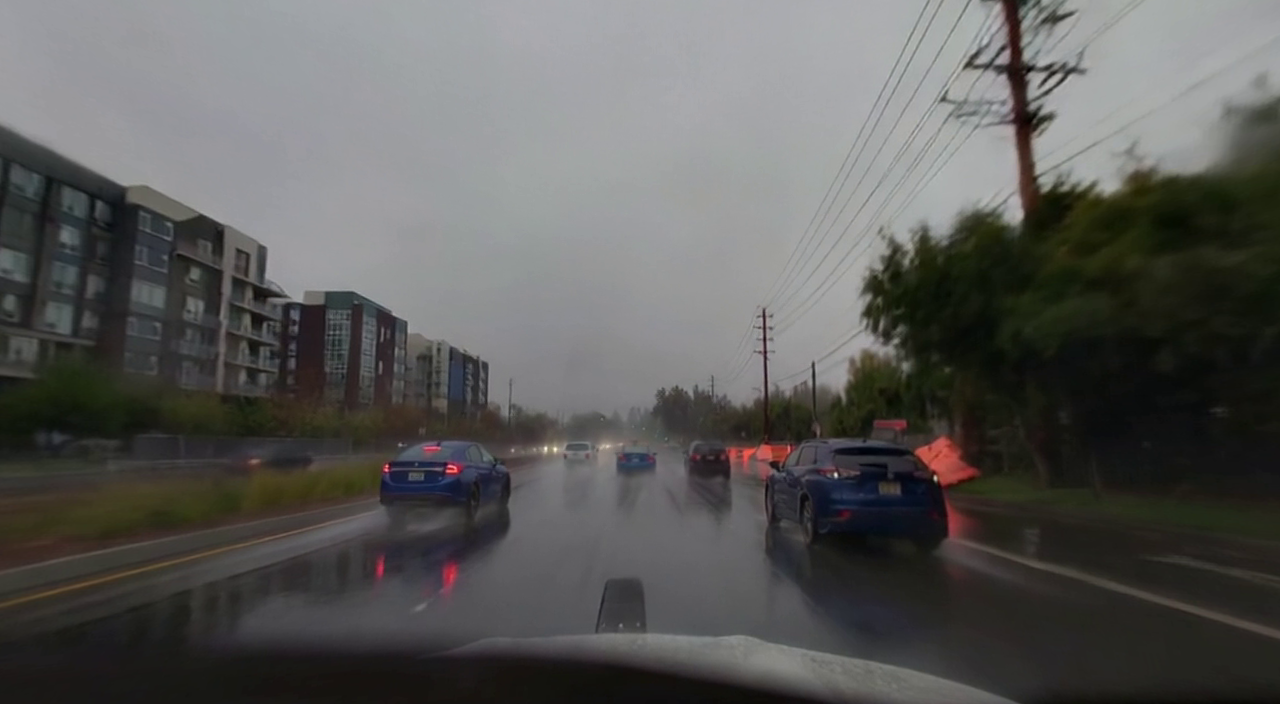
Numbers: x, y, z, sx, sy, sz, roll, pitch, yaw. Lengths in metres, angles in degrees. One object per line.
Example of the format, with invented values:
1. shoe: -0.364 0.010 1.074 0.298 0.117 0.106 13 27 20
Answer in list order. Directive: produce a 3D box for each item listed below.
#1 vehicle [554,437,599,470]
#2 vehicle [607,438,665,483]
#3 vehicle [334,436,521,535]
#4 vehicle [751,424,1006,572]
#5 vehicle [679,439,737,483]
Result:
1. vehicle: -3.702 6.034 37.753 2.190 1.832 4.417 0 -8 1
2. vehicle: -0.161 4.558 26.879 2.291 1.714 4.217 0 -8 0
3. vehicle: -3.626 2.334 11.714 1.968 1.473 4.209 0 -8 0
4. vehicle: 2.980 1.906 9.008 1.975 1.598 4.025 0 -8 -1
5. vehicle: 2.937 4.812 28.255 2.029 1.797 4.218 0 -8 -1
